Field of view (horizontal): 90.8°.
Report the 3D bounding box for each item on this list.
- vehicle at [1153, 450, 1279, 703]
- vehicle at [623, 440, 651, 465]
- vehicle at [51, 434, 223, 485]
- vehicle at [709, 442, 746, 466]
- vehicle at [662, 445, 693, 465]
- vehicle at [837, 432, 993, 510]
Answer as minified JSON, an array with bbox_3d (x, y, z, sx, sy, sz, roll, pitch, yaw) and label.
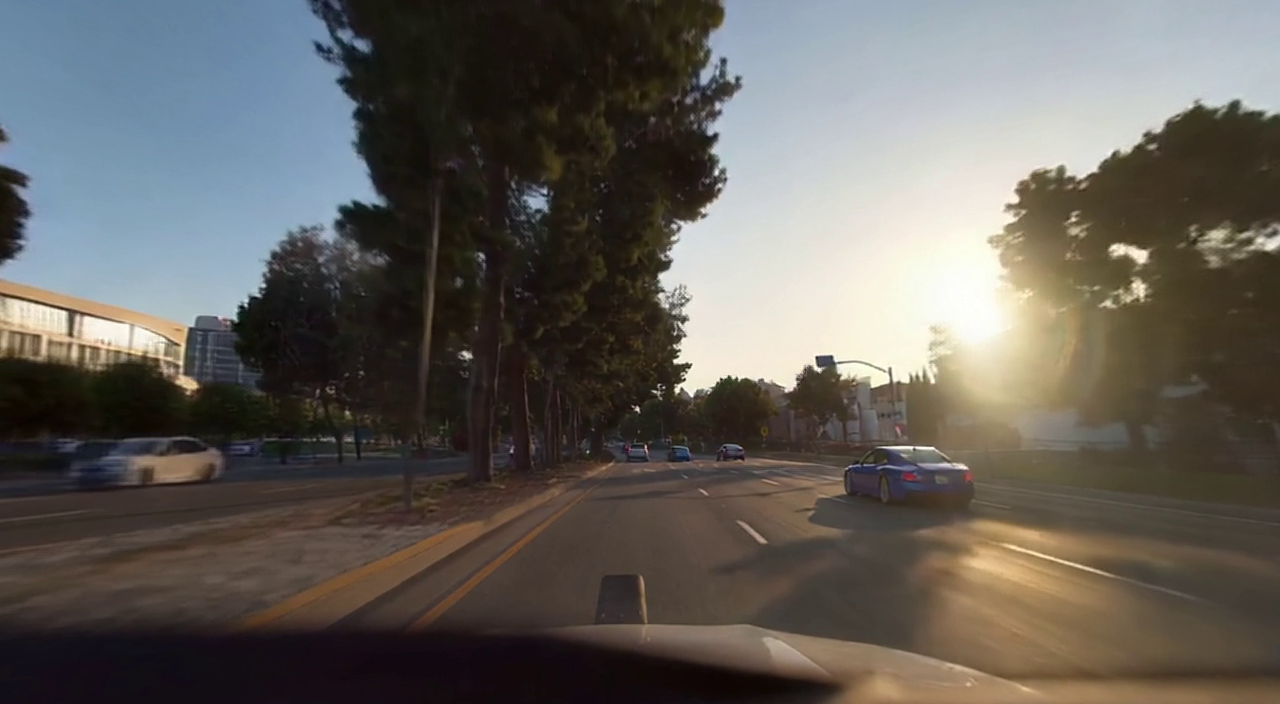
[{"bbox_3d":[3.286,0.779,0.561,1.990,1.347,4.388,0,-9,0],"label":"vehicle"},{"bbox_3d":[-0.267,7.838,49.308,2.146,1.800,4.042,0,-9,-1],"label":"vehicle"},{"bbox_3d":[-17.819,3.833,22.804,2.005,1.628,4.940,0,-9,2],"label":"vehicle"},{"bbox_3d":[6.278,7.379,45.868,1.931,1.685,4.054,0,-9,-3],"label":"vehicle"},{"bbox_3d":[2.847,7.903,48.685,1.930,1.483,4.471,0,-9,-2],"label":"vehicle"},{"bbox_3d":[6.838,2.990,16.353,1.987,1.730,4.373,0,-9,-1],"label":"vehicle"}]
